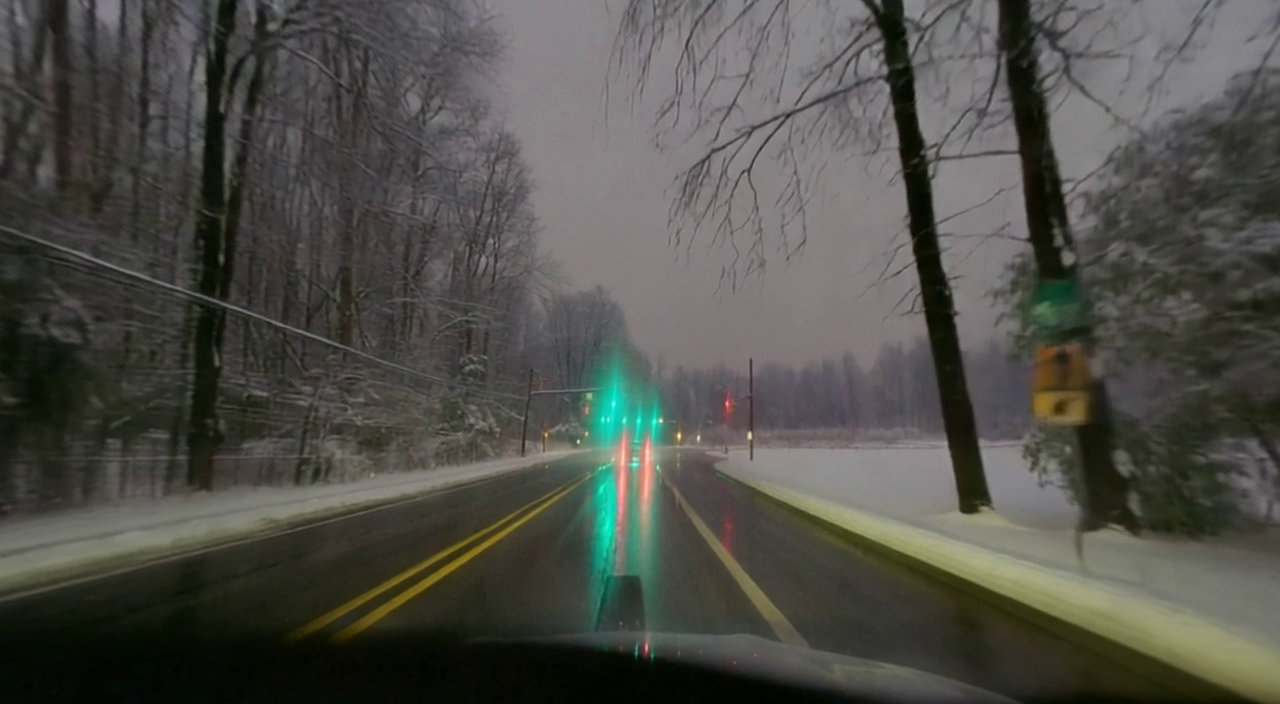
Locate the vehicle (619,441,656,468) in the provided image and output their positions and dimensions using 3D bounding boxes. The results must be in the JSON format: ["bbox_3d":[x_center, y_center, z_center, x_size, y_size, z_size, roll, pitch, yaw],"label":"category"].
[{"bbox_3d":[-0.169,6.013,37.132,2.042,1.489,3.963,0,-9,0],"label":"vehicle"}]
